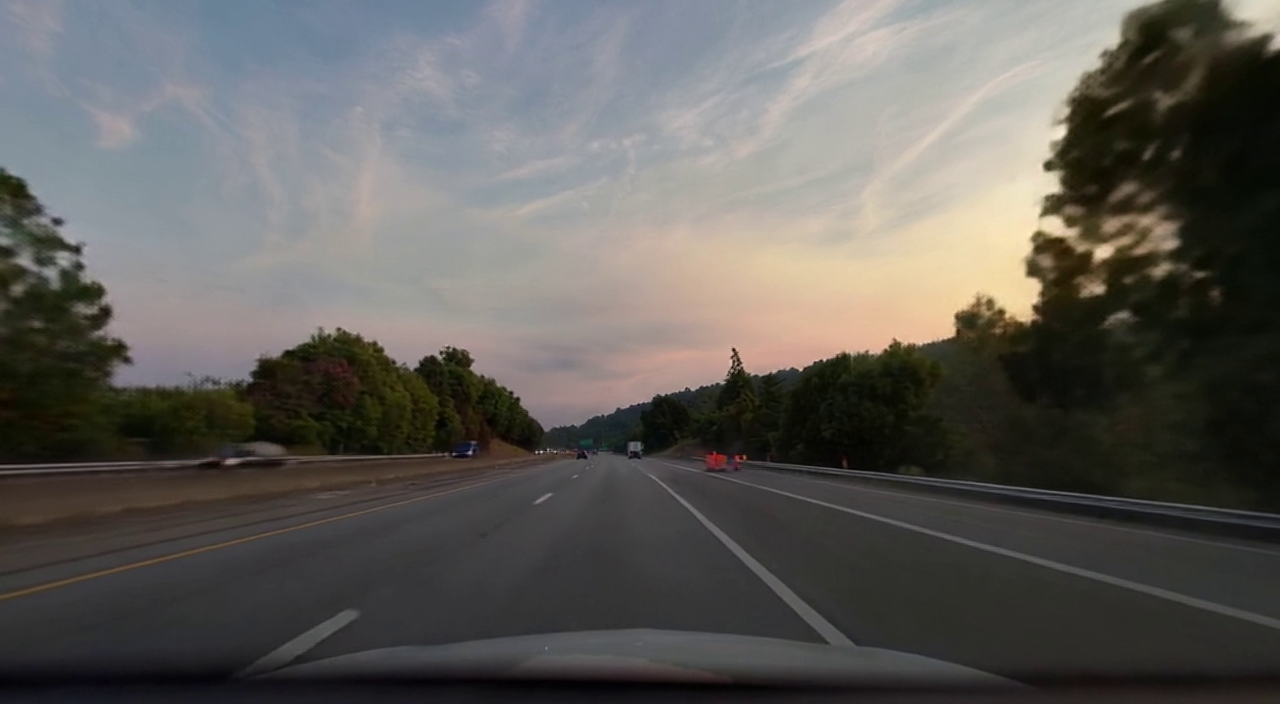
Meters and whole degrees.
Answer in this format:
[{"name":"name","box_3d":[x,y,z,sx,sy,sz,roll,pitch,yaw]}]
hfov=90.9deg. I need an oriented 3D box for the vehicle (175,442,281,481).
[{"name":"vehicle","box_3d":[-17.813,4.726,27.519,1.851,1.543,4.162,0,-9,-1]}]
